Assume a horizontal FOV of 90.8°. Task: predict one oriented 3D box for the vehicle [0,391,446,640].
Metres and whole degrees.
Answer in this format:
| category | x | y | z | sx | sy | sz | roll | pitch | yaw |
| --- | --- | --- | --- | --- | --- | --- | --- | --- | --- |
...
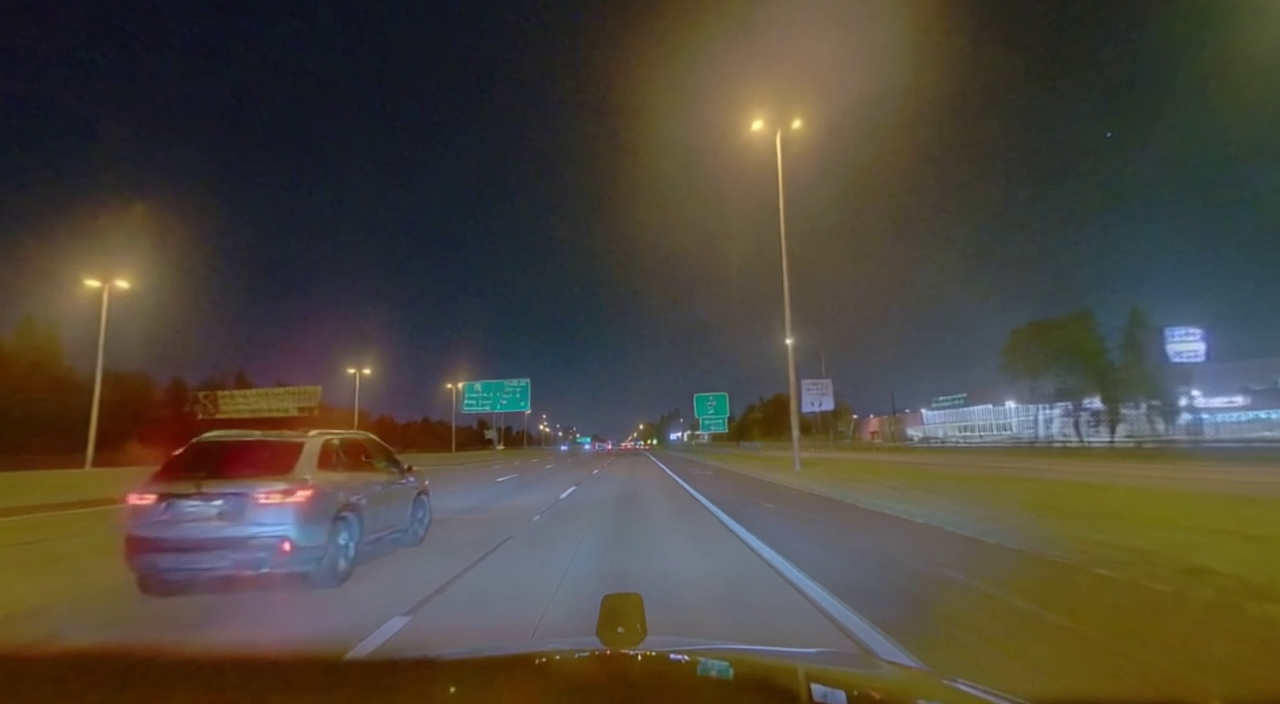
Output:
| category | x | y | z | sx | sy | sz | roll | pitch | yaw |
| --- | --- | --- | --- | --- | --- | --- | --- | --- | --- |
| vehicle | -3.950 | 1.518 | 6.953 | 2.150 | 1.761 | 4.697 | 0 | -8 | 0 |
